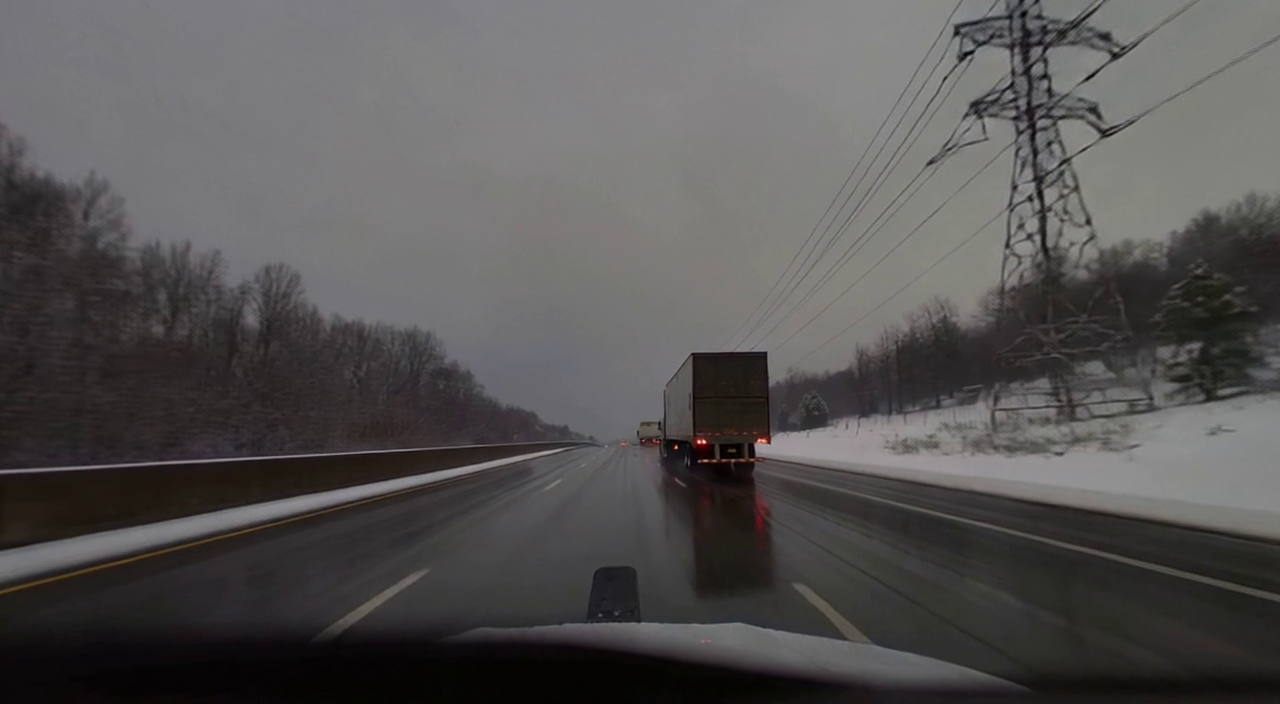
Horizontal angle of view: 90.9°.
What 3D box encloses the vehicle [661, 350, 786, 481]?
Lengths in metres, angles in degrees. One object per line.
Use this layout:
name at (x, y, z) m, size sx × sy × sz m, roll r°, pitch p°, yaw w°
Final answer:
vehicle at (2.826, 2.909, 26.738) m, size 2.905 × 4.080 × 14.157 m, roll 0°, pitch -8°, yaw -2°
